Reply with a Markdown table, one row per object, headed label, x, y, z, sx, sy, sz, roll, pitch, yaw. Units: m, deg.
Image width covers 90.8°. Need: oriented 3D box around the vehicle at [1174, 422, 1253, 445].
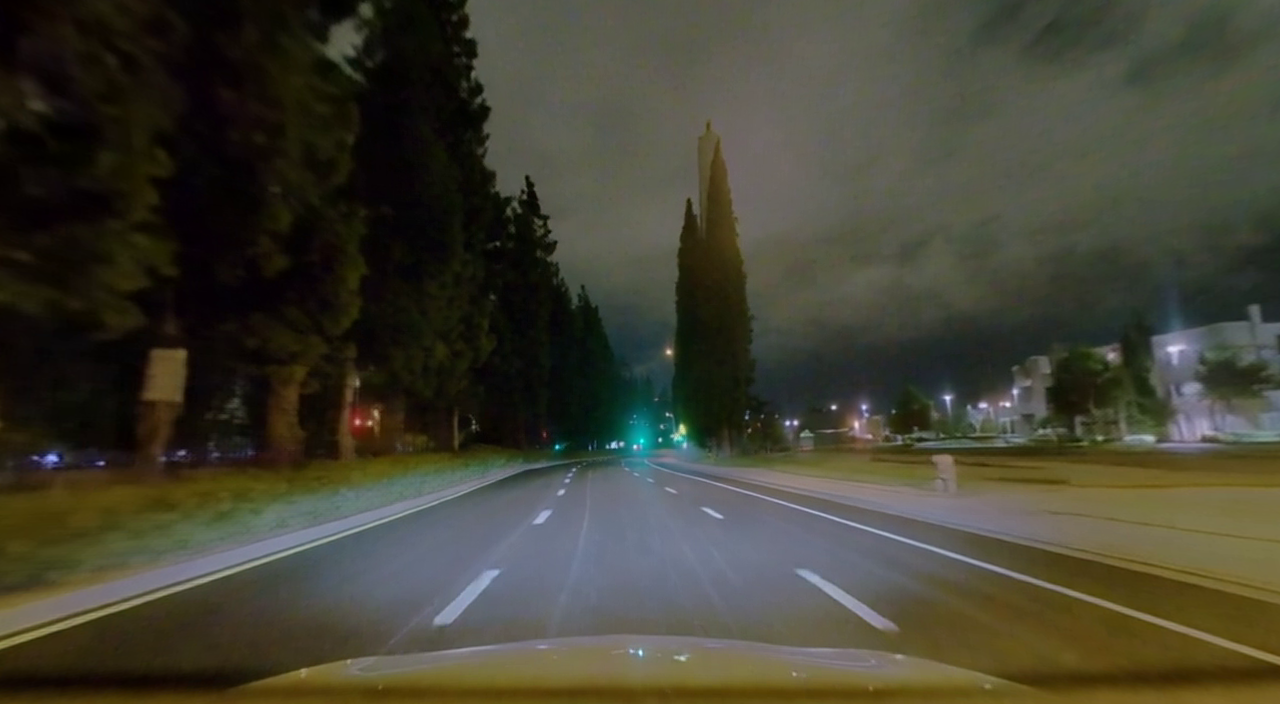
| label | x | y | z | sx | sy | sz | roll | pitch | yaw |
| --- | --- | --- | --- | --- | --- | --- | --- | --- | --- |
| vehicle | 42.614 | 6.107 | 47.088 | 1.788 | 1.600 | 4.685 | -1 | -9 | 6 |
